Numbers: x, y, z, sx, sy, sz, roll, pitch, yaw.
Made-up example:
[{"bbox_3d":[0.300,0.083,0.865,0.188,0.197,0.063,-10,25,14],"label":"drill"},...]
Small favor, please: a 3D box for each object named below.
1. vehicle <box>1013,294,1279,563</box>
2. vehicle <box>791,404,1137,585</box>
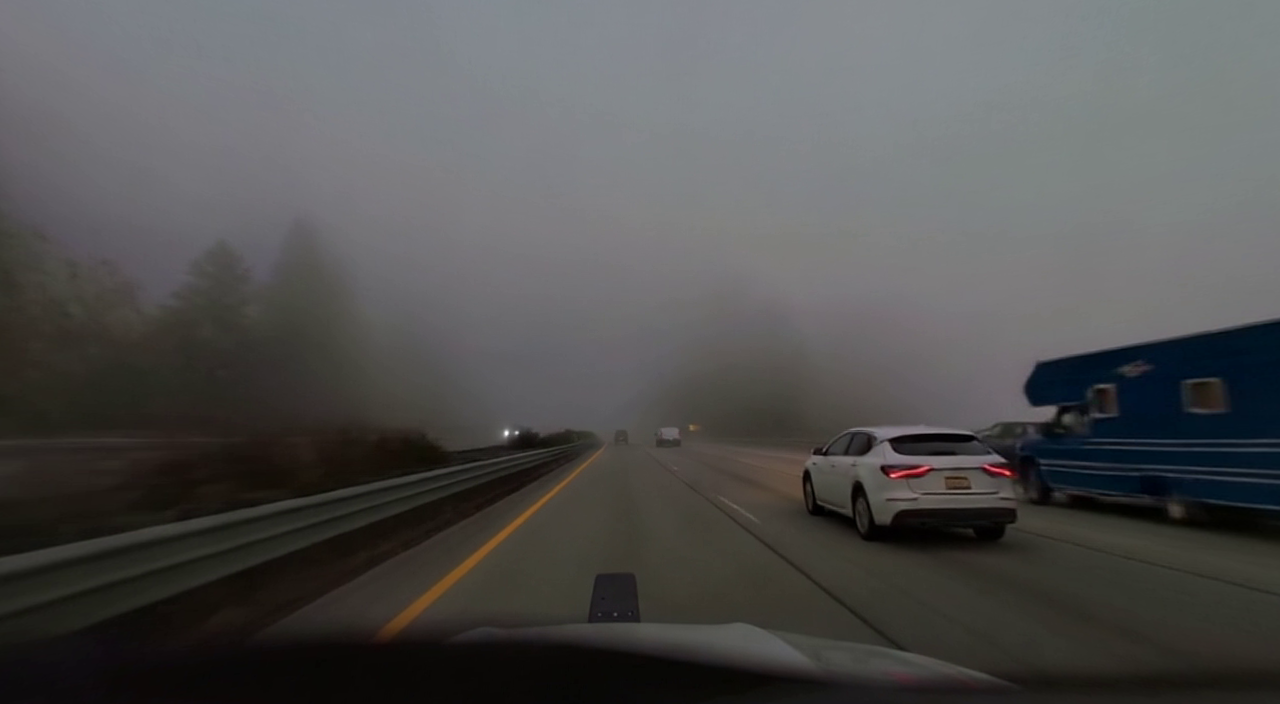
[{"bbox_3d":[7.735,0.966,7.825,2.594,2.701,5.573,0,-8,-2],"label":"vehicle"},{"bbox_3d":[3.320,1.503,7.513,2.002,1.569,3.845,0,-8,-1],"label":"vehicle"}]
